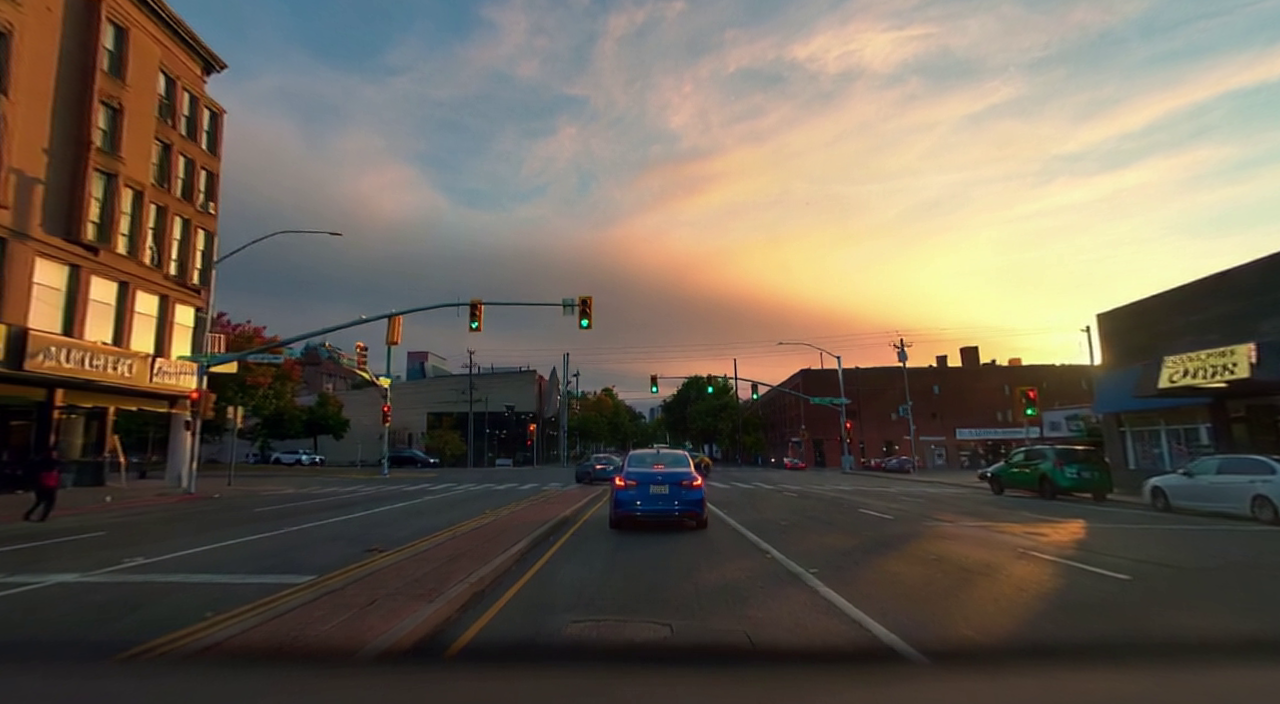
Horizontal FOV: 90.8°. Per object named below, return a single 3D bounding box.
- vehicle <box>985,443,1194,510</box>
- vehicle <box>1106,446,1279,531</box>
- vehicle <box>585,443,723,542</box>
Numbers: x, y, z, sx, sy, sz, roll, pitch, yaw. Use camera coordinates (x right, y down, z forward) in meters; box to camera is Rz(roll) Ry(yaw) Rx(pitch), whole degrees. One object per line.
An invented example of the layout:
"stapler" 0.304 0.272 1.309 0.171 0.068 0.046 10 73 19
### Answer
"vehicle" 14.104 3.916 20.491 2.309 1.819 5.793 0 -9 -2
"vehicle" 14.196 3.121 15.050 2.235 1.721 5.230 0 -9 1
"vehicle" 0.228 2.460 11.722 2.067 1.471 4.241 0 -9 0
